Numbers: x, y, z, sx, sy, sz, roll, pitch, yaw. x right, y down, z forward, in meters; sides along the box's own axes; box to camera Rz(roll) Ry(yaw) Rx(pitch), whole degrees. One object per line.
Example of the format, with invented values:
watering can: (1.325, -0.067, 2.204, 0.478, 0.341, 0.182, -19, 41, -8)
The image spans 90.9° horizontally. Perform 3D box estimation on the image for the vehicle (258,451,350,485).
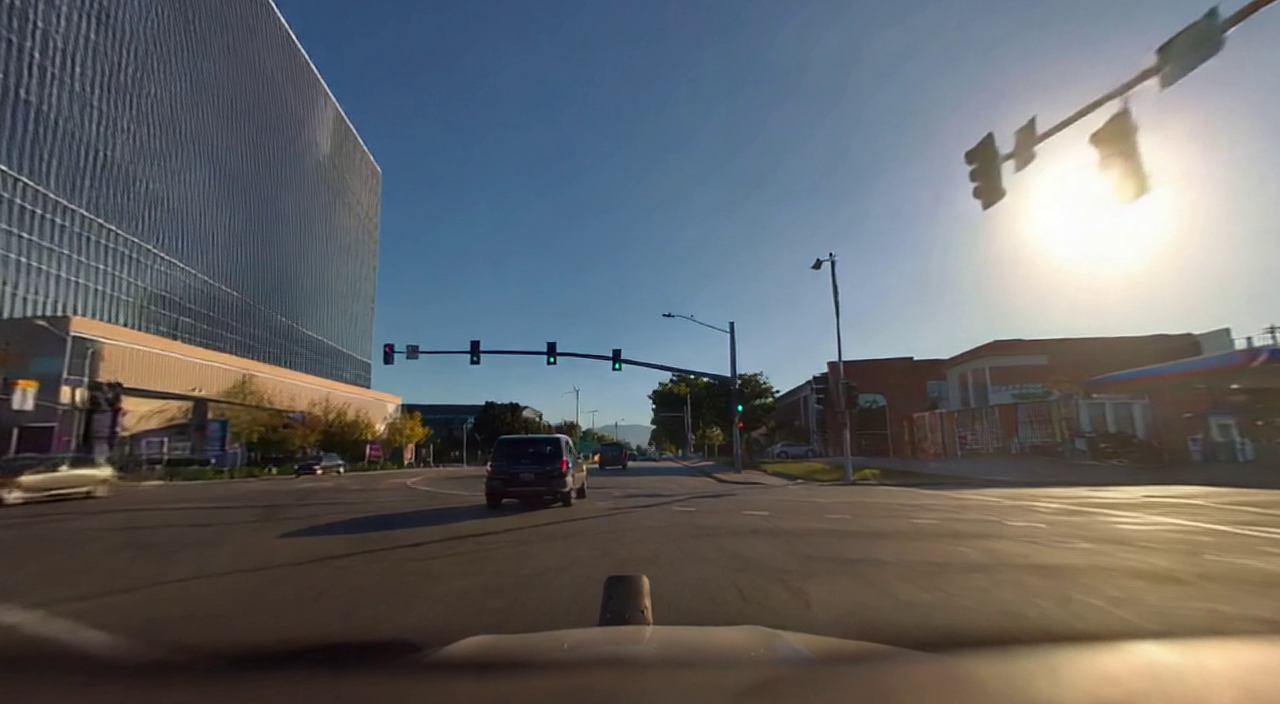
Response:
vehicle: (-17.043, 5.887, 32.253, 2.143, 1.488, 4.382, 0, -8, 3)

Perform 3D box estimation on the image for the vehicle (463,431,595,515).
vehicle: (-2.471, 2.833, 15.389, 2.183, 1.731, 4.338, 0, -8, 4)

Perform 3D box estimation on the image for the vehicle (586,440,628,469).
vehicle: (-2.416, 7.779, 48.223, 2.602, 2.091, 6.347, 0, -8, 2)

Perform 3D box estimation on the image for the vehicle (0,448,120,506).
vehicle: (-20.371, 4.048, 20.812, 2.016, 1.697, 4.963, 0, -8, 2)
